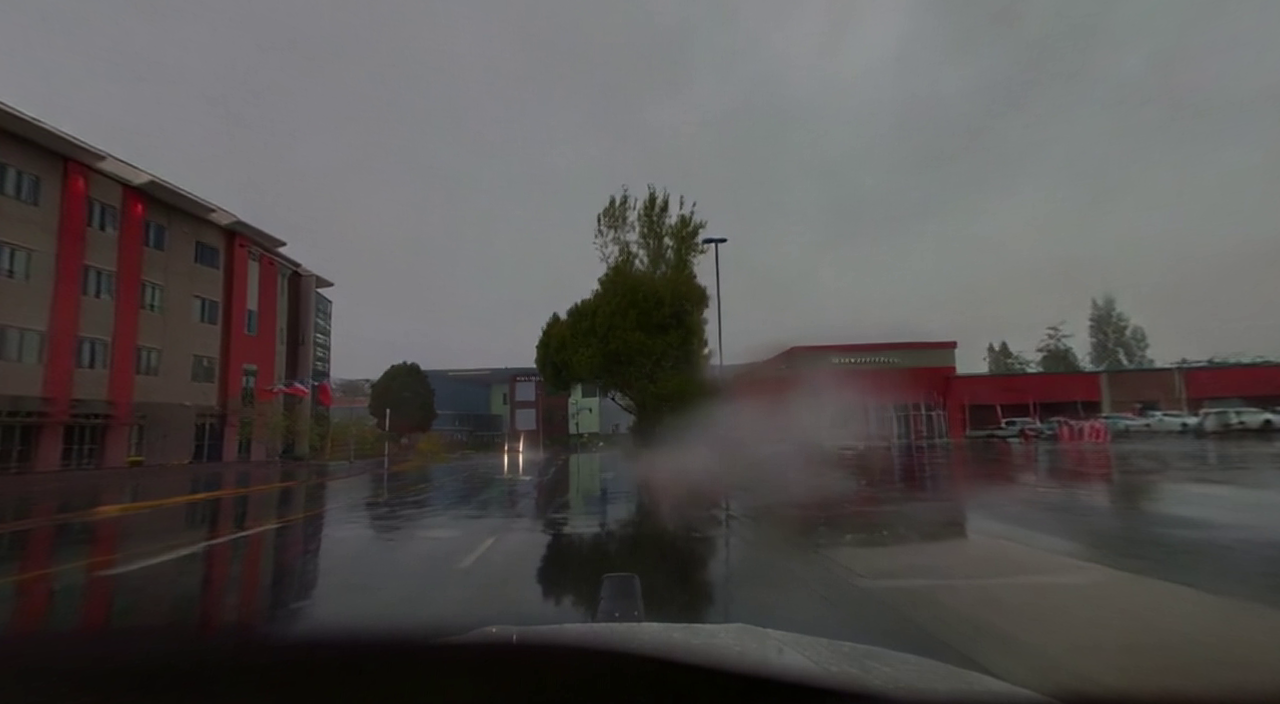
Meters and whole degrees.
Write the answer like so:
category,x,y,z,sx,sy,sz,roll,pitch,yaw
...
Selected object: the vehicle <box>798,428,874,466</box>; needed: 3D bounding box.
category,x,y,z,sx,sy,sz,roll,pitch,yaw
vehicle,8.446,4.107,27.437,1.769,1.516,3.520,1,-8,-8
